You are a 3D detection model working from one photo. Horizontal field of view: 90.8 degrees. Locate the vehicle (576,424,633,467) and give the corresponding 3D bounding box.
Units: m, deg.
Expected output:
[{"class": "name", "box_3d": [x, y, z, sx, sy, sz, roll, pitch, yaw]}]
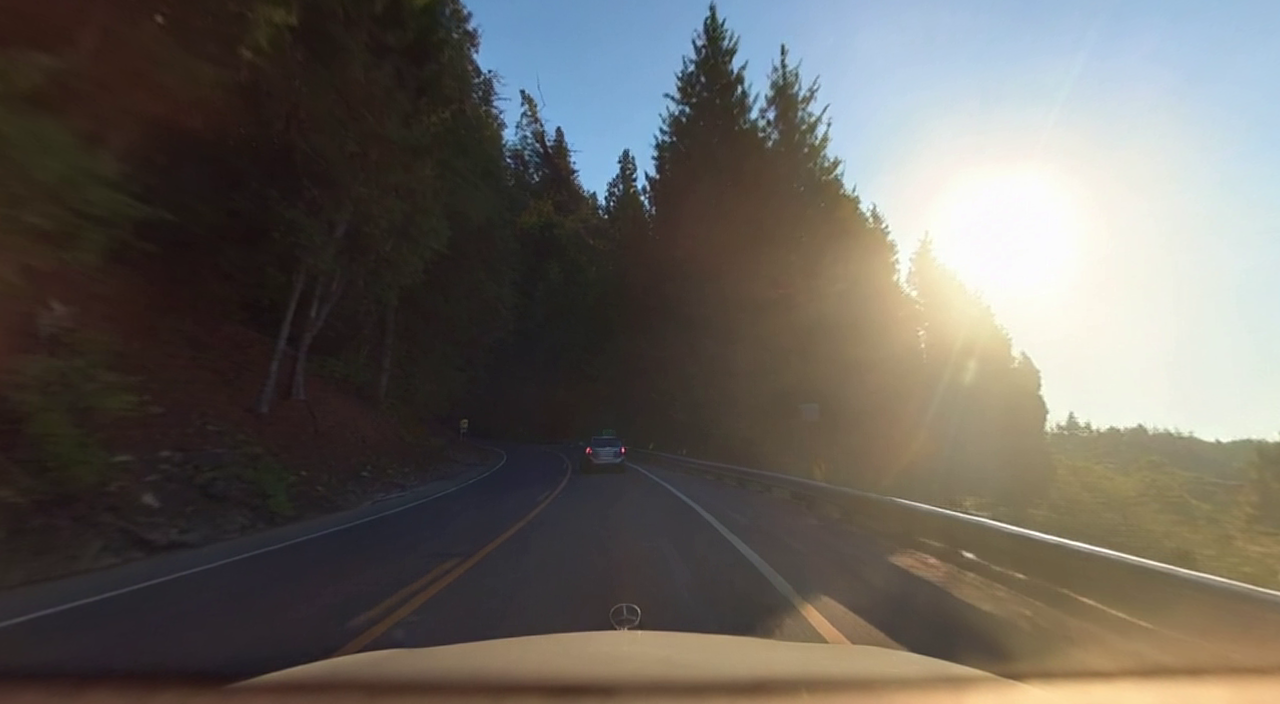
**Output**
[{"class": "vehicle", "box_3d": [-1.894, 4.708, 31.693, 2.469, 1.953, 5.605, 1, -9, -7]}]
